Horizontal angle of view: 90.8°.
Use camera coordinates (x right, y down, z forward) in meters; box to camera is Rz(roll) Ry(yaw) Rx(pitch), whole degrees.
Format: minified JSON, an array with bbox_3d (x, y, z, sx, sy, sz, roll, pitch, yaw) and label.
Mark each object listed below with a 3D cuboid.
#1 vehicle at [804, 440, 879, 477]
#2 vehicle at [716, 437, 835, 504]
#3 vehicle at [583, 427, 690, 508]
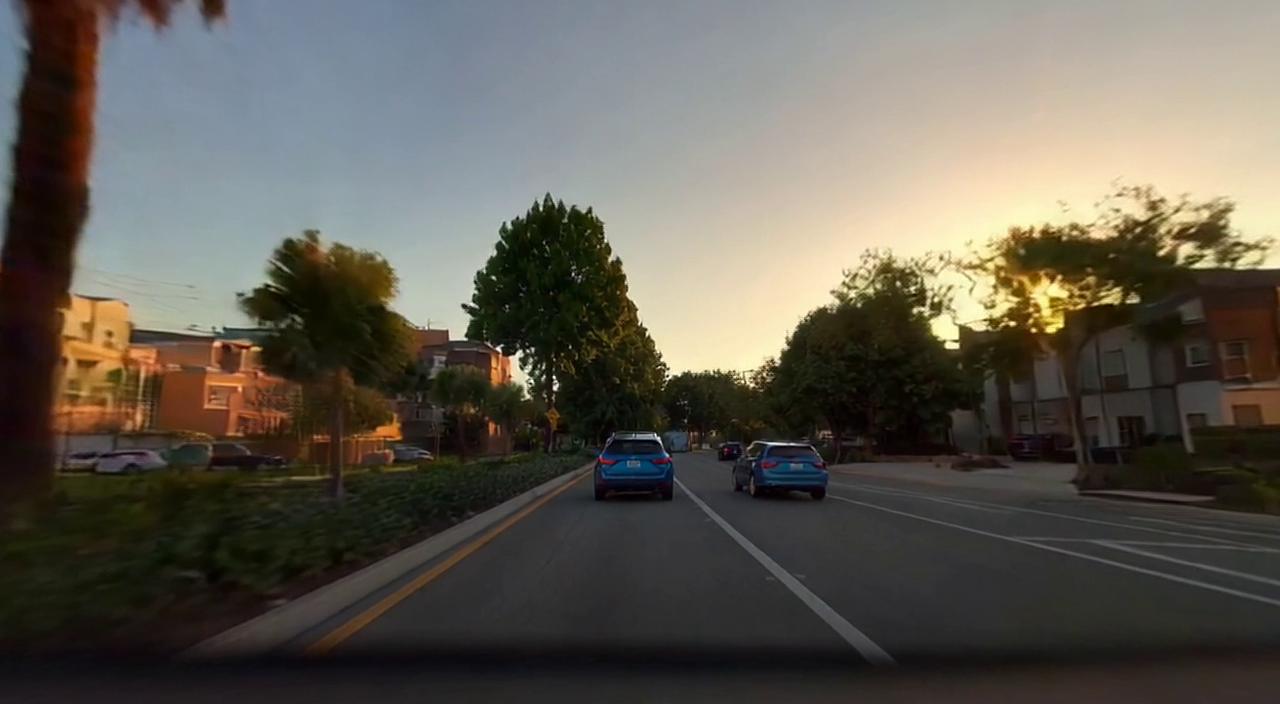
[{"bbox_3d":[9.749,5.190,30.977,1.981,1.613,4.787,2,-9,-2],"label":"vehicle"},{"bbox_3d":[3.313,2.992,16.471,1.941,1.472,4.570,0,-8,-2],"label":"vehicle"},{"bbox_3d":[-0.103,2.755,15.511,2.239,1.693,4.301,0,-8,-1],"label":"vehicle"}]
